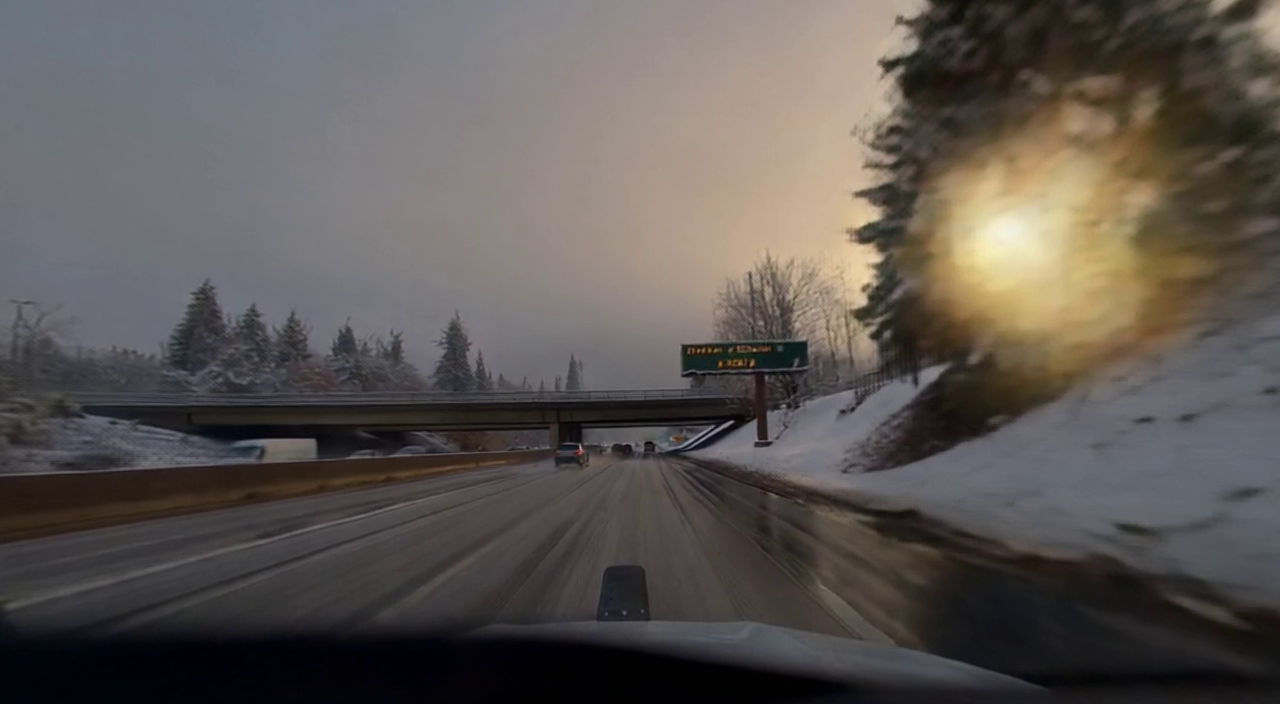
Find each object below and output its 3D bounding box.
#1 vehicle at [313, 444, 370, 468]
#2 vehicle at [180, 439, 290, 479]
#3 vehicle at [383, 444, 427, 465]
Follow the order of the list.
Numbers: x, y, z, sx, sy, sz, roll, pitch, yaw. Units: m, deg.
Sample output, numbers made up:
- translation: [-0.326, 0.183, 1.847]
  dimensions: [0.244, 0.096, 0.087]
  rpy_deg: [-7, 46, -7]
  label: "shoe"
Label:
- translation: [-20.064, 6.982, 42.515]
  dimensions: [1.890, 1.538, 3.644]
  rpy_deg: [-1, -8, 3]
  label: "vehicle"
- translation: [-19.882, 5.239, 31.264]
  dimensions: [2.156, 1.806, 4.697]
  rpy_deg: [-1, -8, 3]
  label: "vehicle"
- translation: [-16.019, 6.994, 43.139]
  dimensions: [1.530, 1.404, 3.459]
  rpy_deg: [0, -8, 2]
  label: "vehicle"
